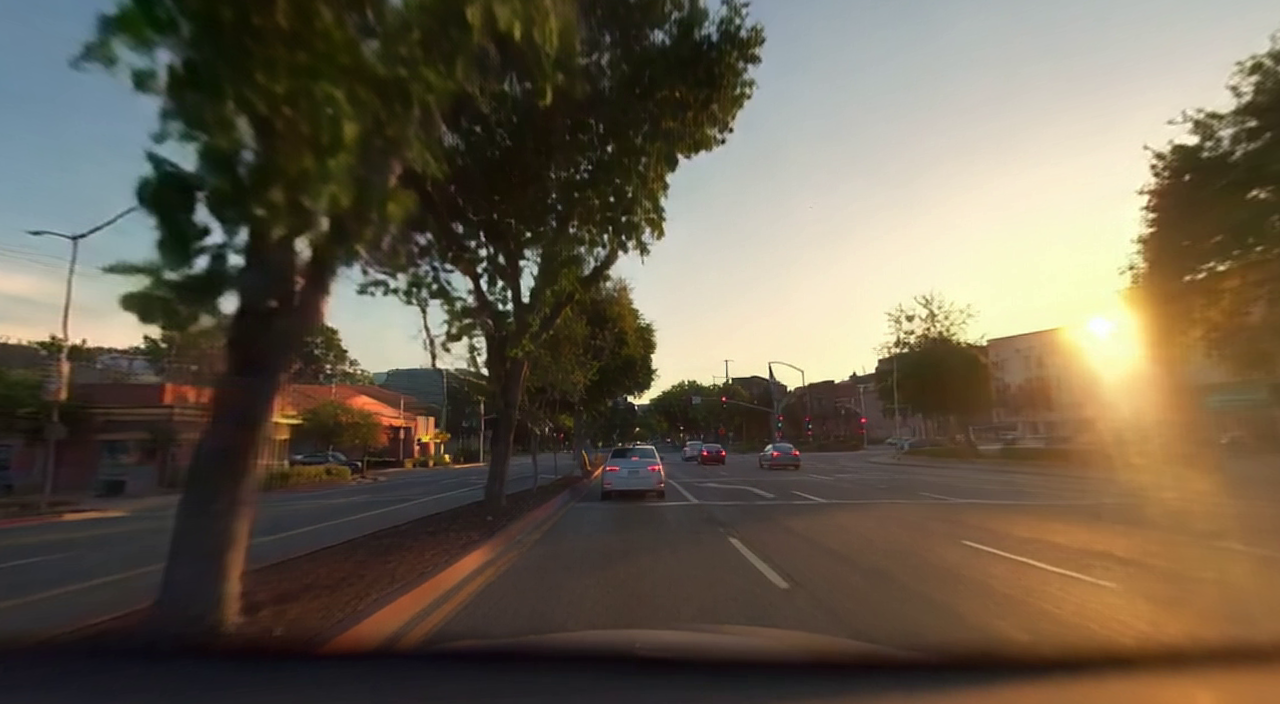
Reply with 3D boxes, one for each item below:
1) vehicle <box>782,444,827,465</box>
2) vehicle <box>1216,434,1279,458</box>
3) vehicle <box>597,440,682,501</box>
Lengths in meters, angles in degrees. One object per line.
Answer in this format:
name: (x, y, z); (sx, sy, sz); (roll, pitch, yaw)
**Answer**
vehicle: (12.422, 7.756, 48.067); (2.059, 1.482, 4.568); (0, -9, -1)
vehicle: (40.371, 6.233, 41.884); (3.834, 1.470, 1.910); (4, -10, -28)
vehicle: (-0.044, 3.208, 17.547); (2.064, 1.477, 3.968); (0, -9, -1)
